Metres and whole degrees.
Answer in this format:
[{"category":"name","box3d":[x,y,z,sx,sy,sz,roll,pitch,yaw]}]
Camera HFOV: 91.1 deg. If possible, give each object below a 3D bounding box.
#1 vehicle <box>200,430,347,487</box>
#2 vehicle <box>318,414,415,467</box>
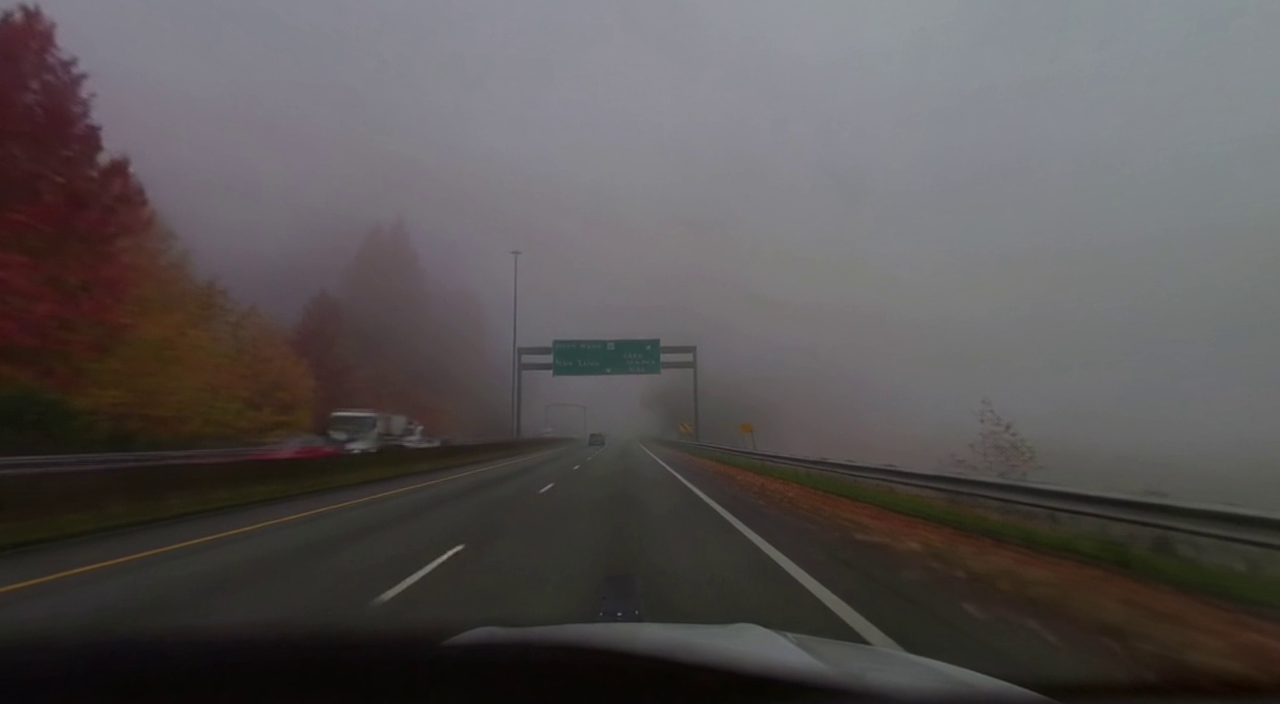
[{"category":"vehicle","box3d":[-11.512,3.351,20.217,2.019,1.587,4.564,0,-8,-1]},{"category":"vehicle","box3d":[-15.188,4.965,35.497,2.377,2.645,7.057,0,-8,-1]}]
